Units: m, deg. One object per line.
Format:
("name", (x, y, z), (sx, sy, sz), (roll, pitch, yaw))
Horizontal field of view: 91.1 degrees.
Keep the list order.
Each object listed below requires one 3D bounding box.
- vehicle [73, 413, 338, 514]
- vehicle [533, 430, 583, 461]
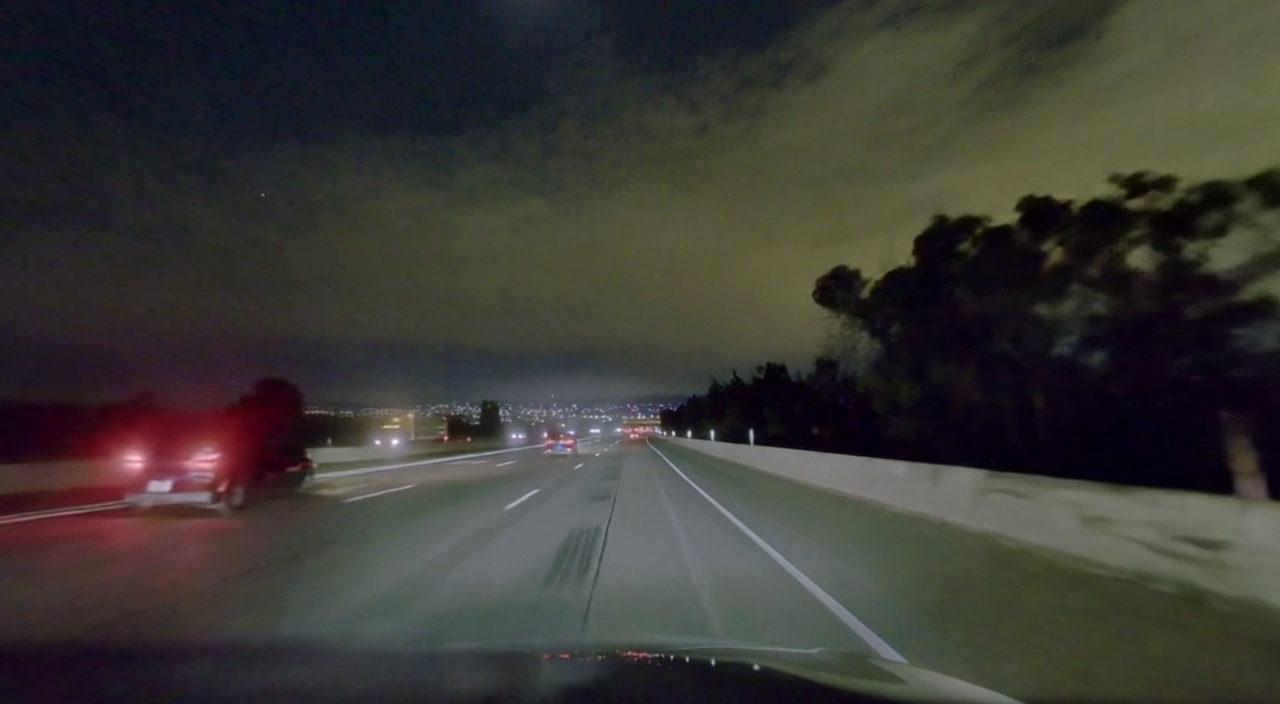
("vehicle", (-8.140, 2.115, 12.470), (2.113, 1.632, 4.409), (0, -8, -1))
("vehicle", (-4.329, 5.007, 33.804), (2.064, 1.571, 4.225), (0, -8, 0))
